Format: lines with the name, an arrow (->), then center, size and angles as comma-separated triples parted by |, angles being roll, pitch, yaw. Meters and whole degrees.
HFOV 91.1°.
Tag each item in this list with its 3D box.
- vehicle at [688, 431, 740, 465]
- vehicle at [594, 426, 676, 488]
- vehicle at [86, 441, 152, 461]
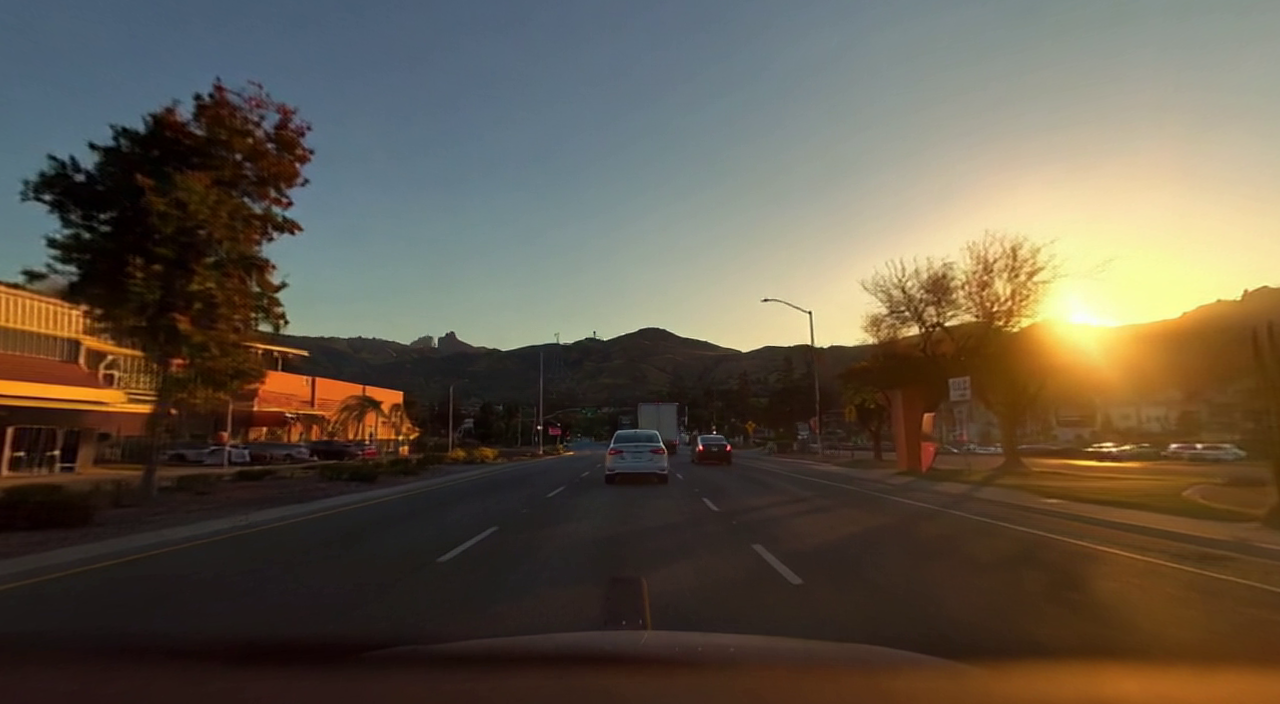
vehicle -> 3.695, 4.918, 32.284 | 2.088, 1.655, 4.360 | 0, -8, -1
vehicle -> -0.168, 3.098, 18.794 | 2.193, 1.651, 3.946 | 0, -8, -1
vehicle -> -36.681, 6.989, 44.264 | 3.245, 1.338, 1.536 | 4, -9, -26
